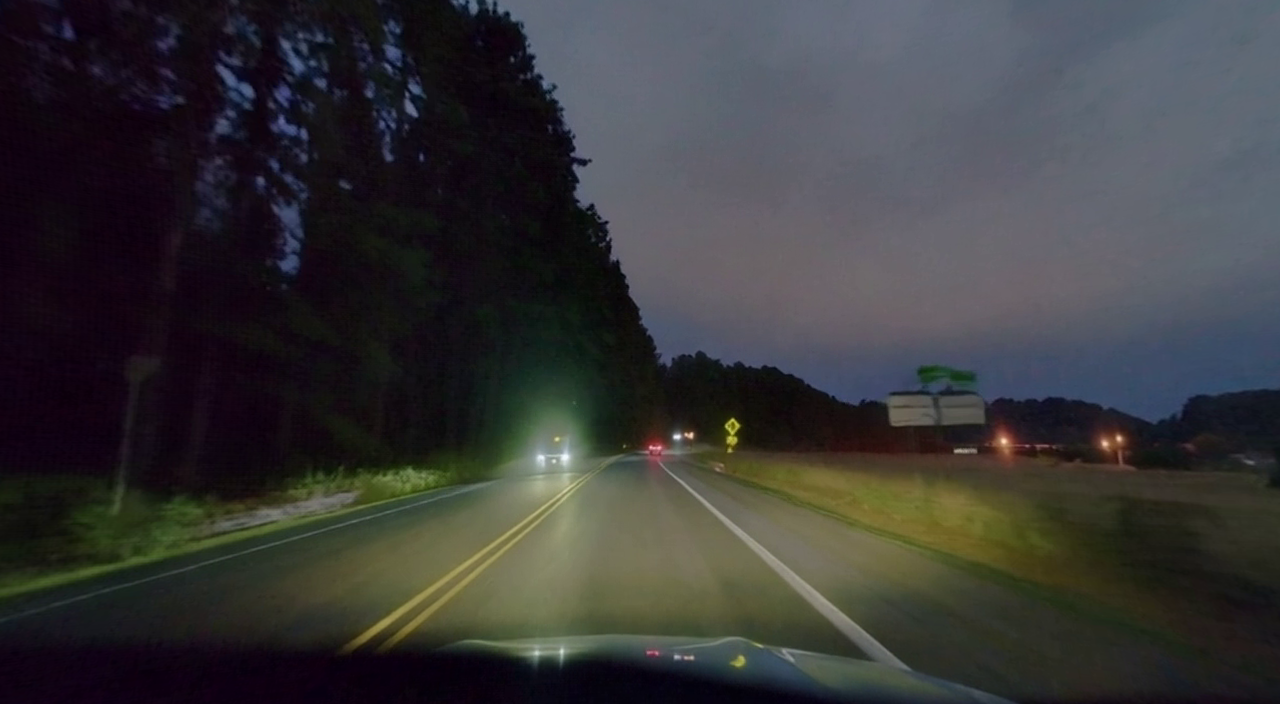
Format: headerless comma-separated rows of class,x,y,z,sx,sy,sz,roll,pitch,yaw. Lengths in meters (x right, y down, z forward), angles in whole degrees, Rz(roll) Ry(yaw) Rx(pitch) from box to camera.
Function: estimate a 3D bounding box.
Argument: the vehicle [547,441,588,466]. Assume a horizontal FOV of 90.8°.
vehicle,-4.471,6.343,39.588,2.083,1.476,4.513,0,-9,0
